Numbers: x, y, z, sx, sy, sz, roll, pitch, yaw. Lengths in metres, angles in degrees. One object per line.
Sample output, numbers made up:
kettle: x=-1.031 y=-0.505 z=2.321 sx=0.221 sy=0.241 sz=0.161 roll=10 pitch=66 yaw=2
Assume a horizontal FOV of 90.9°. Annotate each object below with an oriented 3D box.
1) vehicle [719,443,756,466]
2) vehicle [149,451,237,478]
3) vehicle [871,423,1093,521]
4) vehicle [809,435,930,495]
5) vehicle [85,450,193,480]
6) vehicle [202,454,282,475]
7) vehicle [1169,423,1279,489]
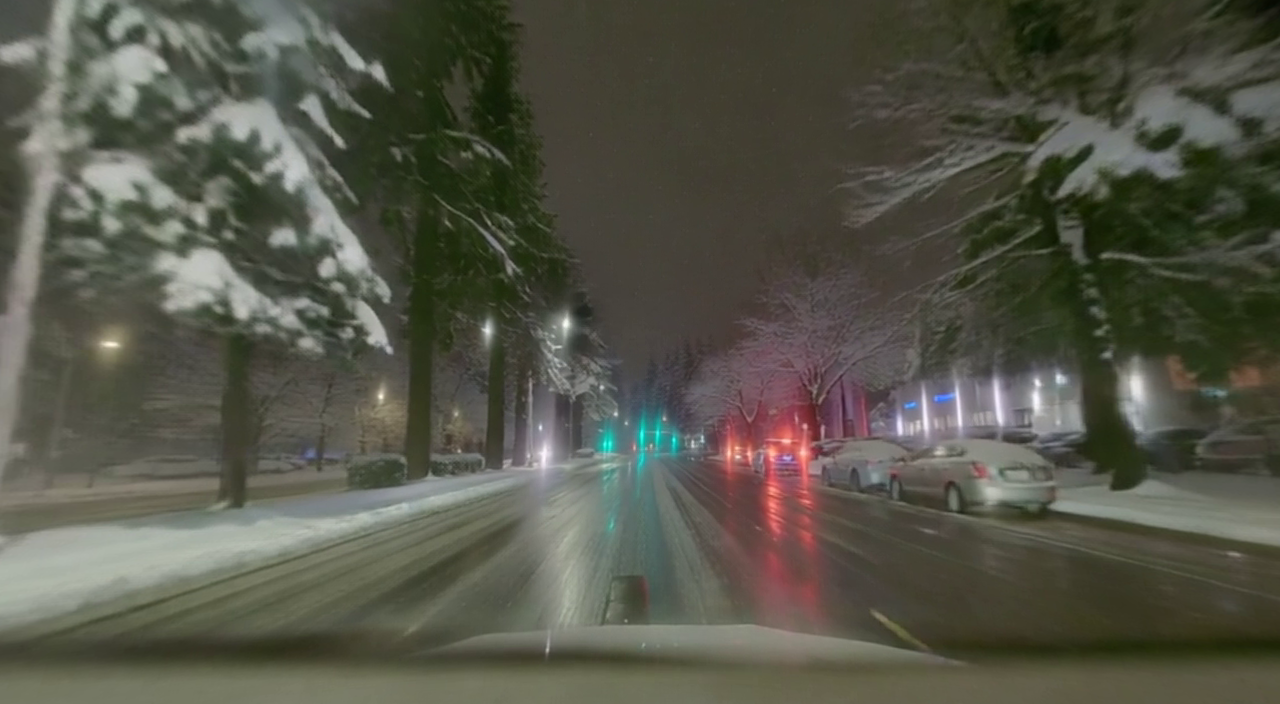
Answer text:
vehicle: x=7.432 y=7.873 z=48.521 sx=2.122 sy=1.602 sz=4.928 roll=-1 pitch=-9 yaw=1
vehicle: x=-32.184 y=8.115 z=45.517 sx=4.663 sy=1.861 sz=2.194 roll=0 pitch=-9 yaw=2
vehicle: x=6.986 y=2.493 z=13.668 sx=2.084 sy=1.736 sz=4.754 roll=0 pitch=-8 yaw=-1
vehicle: x=7.001 y=3.491 z=19.868 sx=1.986 sy=1.634 sz=4.783 roll=0 pitch=-8 yaw=0
vehicle: x=-32.209 y=7.258 z=40.638 sx=4.963 sy=1.714 sz=2.311 roll=-2 pitch=-9 yaw=-1
vehicle: x=-31.237 y=8.839 z=49.537 sx=4.795 sy=1.555 sz=2.221 roll=0 pitch=-9 yaw=1
vehicle: x=16.721 y=2.559 z=15.689 sx=5.222 sy=1.515 sz=2.044 roll=0 pitch=-9 yaw=0
